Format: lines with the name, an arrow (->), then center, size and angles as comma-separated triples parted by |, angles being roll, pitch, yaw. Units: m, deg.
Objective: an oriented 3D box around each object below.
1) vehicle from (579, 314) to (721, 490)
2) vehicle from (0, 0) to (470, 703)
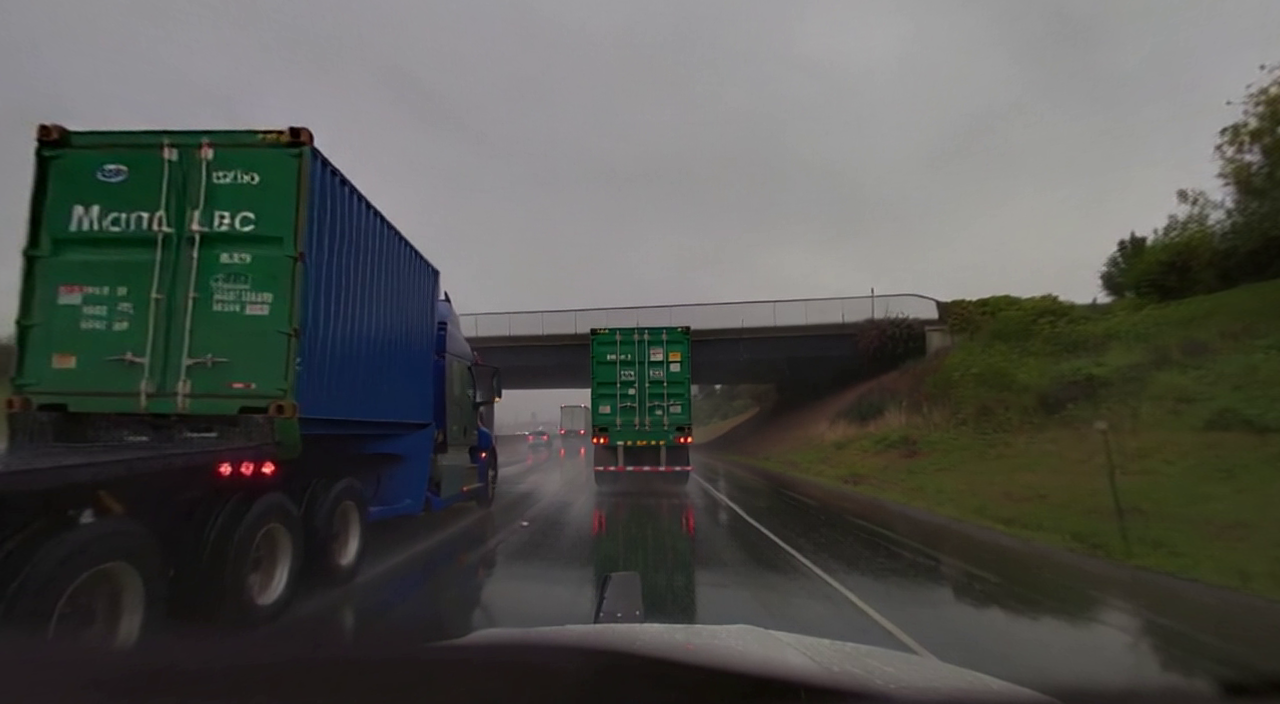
vehicle -> 0.185, 1.710, 18.938 | 3.357, 4.212, 7.519 | 0, -9, -1
vehicle -> -3.667, -0.527, 1.198 | 2.873, 4.198, 13.317 | 0, -9, 1
